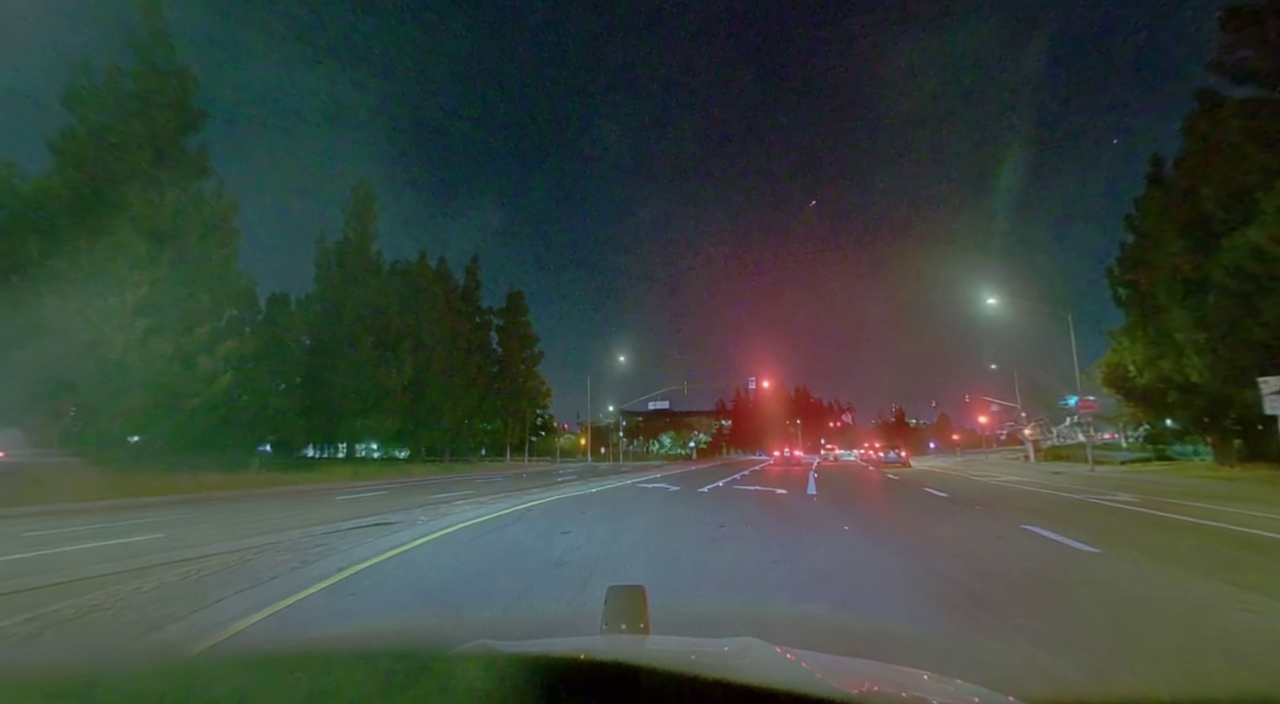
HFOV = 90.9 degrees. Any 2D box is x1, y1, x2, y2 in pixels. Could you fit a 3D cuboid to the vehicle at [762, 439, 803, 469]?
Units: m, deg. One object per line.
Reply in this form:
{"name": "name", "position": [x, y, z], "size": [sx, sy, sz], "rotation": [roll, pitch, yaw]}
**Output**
{"name": "vehicle", "position": [8.273, 5.848, 36.329], "size": [2.078, 1.578, 4.107], "rotation": [-3, -9, 15]}

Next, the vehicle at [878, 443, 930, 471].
{"name": "vehicle", "position": [14.475, 5.730, 34.755], "size": [1.884, 1.422, 4.262], "rotation": [-2, -9, 13]}
